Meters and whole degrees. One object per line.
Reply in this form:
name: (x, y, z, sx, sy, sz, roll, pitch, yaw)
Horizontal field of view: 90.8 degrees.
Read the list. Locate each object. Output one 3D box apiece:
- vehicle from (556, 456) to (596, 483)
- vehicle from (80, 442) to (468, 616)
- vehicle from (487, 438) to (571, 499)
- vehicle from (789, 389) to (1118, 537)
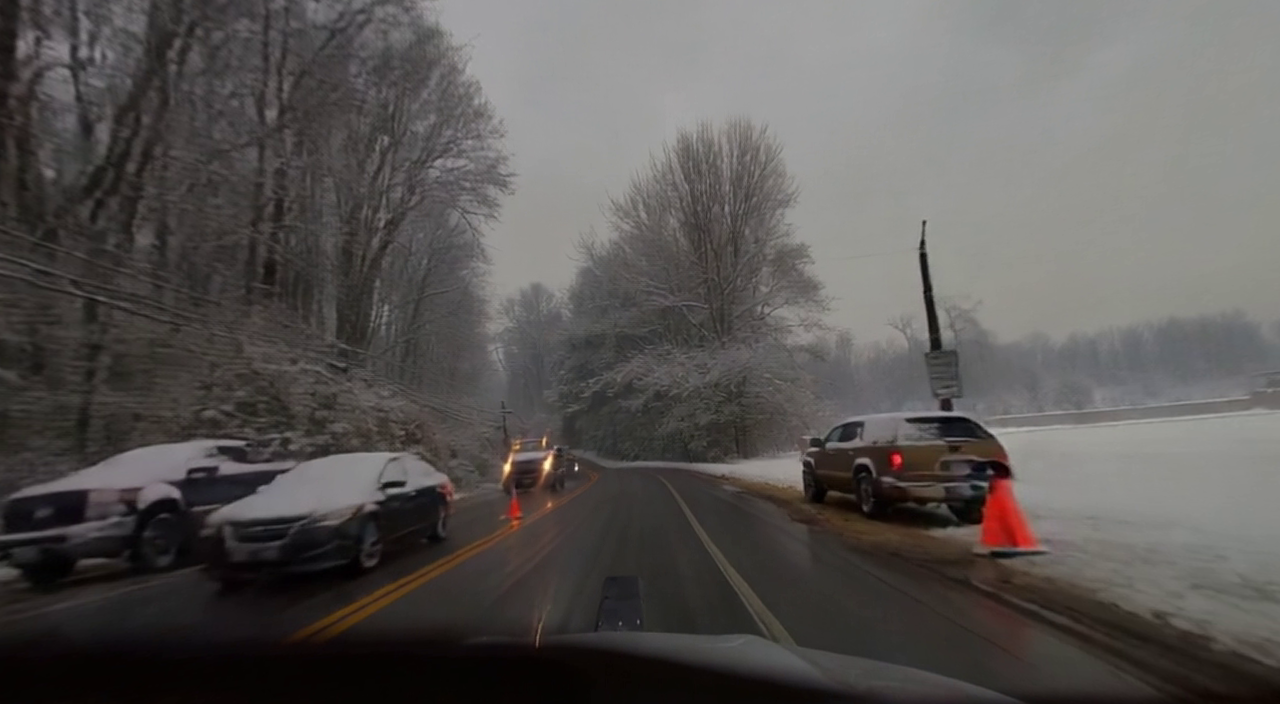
vehicle: (-3.707, 6.850, 37.150, 2.032, 1.444, 4.164, 0, -9, -2)
vehicle: (-3.628, 1.806, 7.396, 1.981, 1.410, 4.162, -1, -9, 1)
vehicle: (-4.018, 4.325, 23.880, 2.221, 1.969, 5.153, -1, -9, 0)
vehicle: (5.210, 2.066, 12.214, 2.845, 2.053, 6.457, 0, -9, -2)
